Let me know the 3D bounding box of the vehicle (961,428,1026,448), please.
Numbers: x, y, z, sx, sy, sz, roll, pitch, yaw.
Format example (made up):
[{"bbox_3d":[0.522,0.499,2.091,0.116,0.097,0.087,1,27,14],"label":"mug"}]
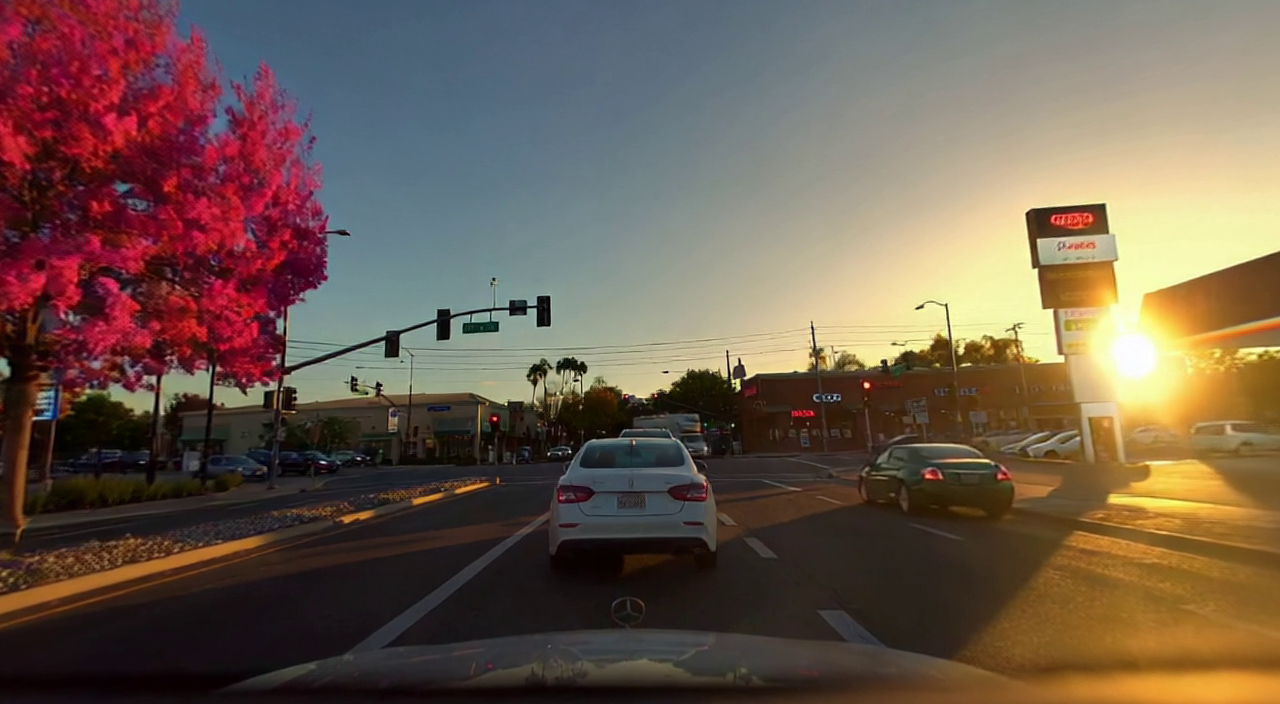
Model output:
[{"bbox_3d":[27.730,6.783,49.539,3.968,1.572,1.740,0,-8,2],"label":"vehicle"}]

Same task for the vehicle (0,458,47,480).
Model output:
[{"bbox_3d":[-44.680,8.220,44.245,4.368,1.419,1.959,-1,-8,7],"label":"vehicle"}]

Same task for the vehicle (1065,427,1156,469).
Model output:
[{"bbox_3d":[18.576,3.755,24.814,4.300,1.495,2.053,8,-12,-44],"label":"vehicle"}]

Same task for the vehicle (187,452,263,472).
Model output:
[{"bbox_3d":[-30.882,8.178,46.958,4.466,1.438,1.837,-1,-8,5],"label":"vehicle"}]

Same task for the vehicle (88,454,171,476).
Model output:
[{"bbox_3d":[-36.488,8.069,45.074,4.609,1.465,1.944,-2,-8,11],"label":"vehicle"}]

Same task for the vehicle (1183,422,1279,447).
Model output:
[{"bbox_3d":[42.520,5.955,45.340,4.664,1.728,2.171,-1,-8,5],"label":"vehicle"}]

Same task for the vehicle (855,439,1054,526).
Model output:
[{"bbox_3d":[6.311,2.638,13.373,1.942,1.511,4.390,0,-8,0],"label":"vehicle"}]

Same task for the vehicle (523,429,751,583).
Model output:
[{"bbox_3d":[-0.051,1.800,8.228,2.213,1.482,4.057,0,-8,-1],"label":"vehicle"}]
